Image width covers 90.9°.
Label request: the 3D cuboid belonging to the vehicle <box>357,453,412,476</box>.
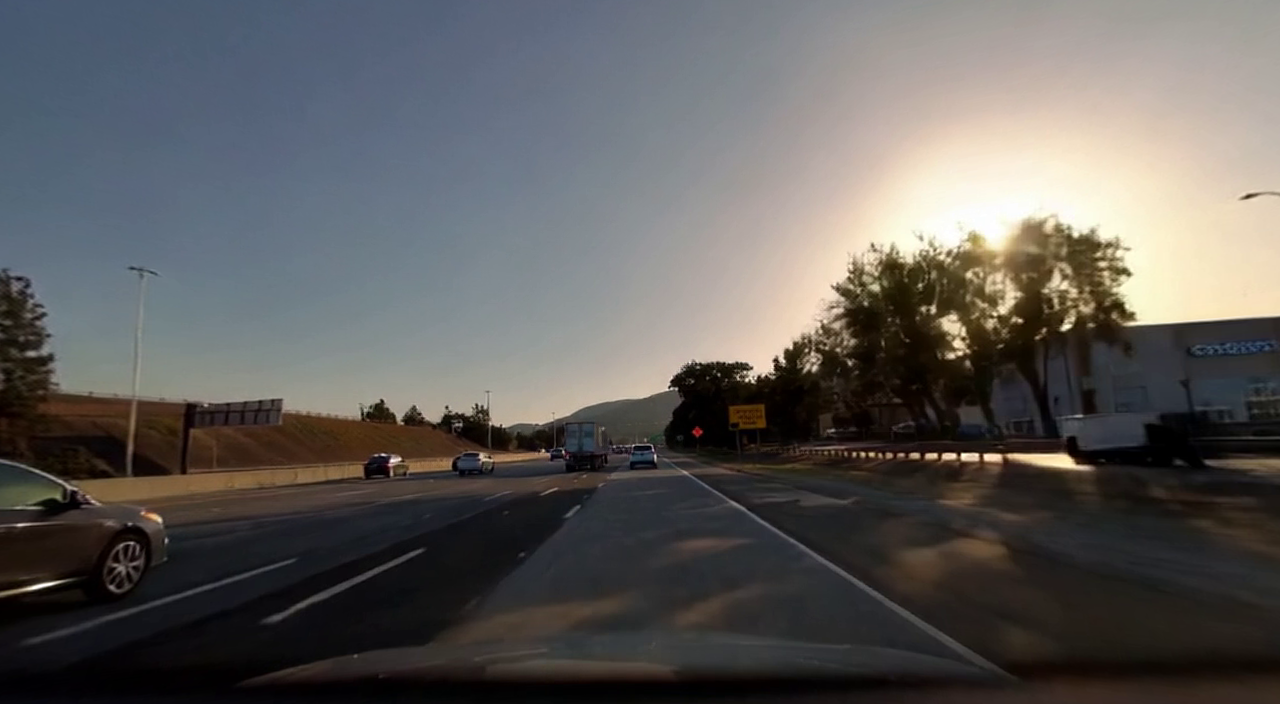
[{"bbox_3d":[-18.422,8.123,45.699,1.899,1.478,4.640,-1,-8,3],"label":"vehicle"}]

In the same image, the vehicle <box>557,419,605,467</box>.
[{"bbox_3d":[-4.473,7.204,49.830,2.796,3.426,8.553,-1,-8,1],"label":"vehicle"}]

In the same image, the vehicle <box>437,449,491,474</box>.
[{"bbox_3d":[-11.264,6.997,40.671,1.928,1.480,4.823,-1,-8,2],"label":"vehicle"}]

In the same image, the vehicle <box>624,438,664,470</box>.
[{"bbox_3d":[0.223,6.057,37.641,2.227,1.794,4.646,0,-8,1],"label":"vehicle"}]

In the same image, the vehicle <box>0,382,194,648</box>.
[{"bbox_3d":[-5.485,1.028,3.725,2.200,1.793,4.586,-1,-8,2],"label":"vehicle"}]
